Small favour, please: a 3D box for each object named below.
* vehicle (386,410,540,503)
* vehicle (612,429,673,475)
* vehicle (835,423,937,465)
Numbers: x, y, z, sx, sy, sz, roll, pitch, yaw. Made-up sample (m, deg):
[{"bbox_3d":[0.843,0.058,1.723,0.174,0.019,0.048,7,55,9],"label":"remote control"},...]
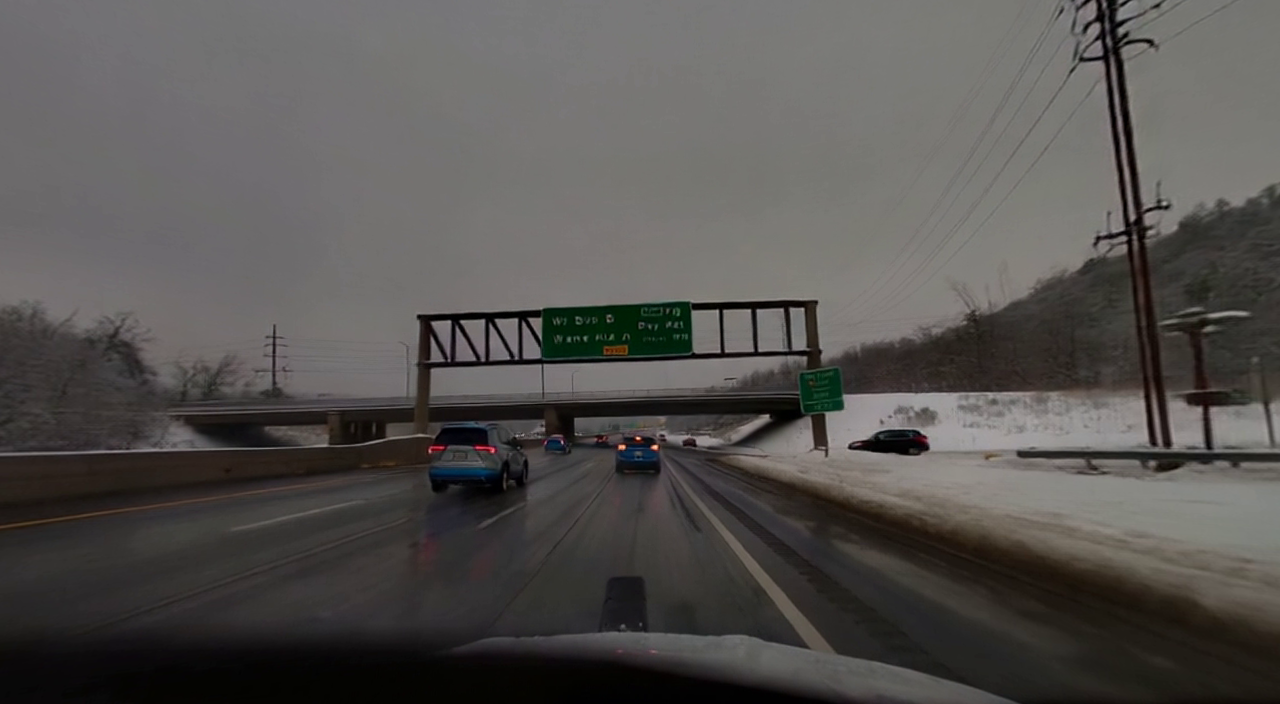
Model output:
[{"bbox_3d":[-3.980,2.481,15.270,2.228,1.845,4.847,-1,-8,1],"label":"vehicle"},{"bbox_3d":[0.170,3.896,24.711,2.193,1.651,3.946,-1,-8,2],"label":"vehicle"},{"bbox_3d":[16.332,6.193,42.453,2.571,2.571,6.876,2,-9,-16],"label":"vehicle"}]
